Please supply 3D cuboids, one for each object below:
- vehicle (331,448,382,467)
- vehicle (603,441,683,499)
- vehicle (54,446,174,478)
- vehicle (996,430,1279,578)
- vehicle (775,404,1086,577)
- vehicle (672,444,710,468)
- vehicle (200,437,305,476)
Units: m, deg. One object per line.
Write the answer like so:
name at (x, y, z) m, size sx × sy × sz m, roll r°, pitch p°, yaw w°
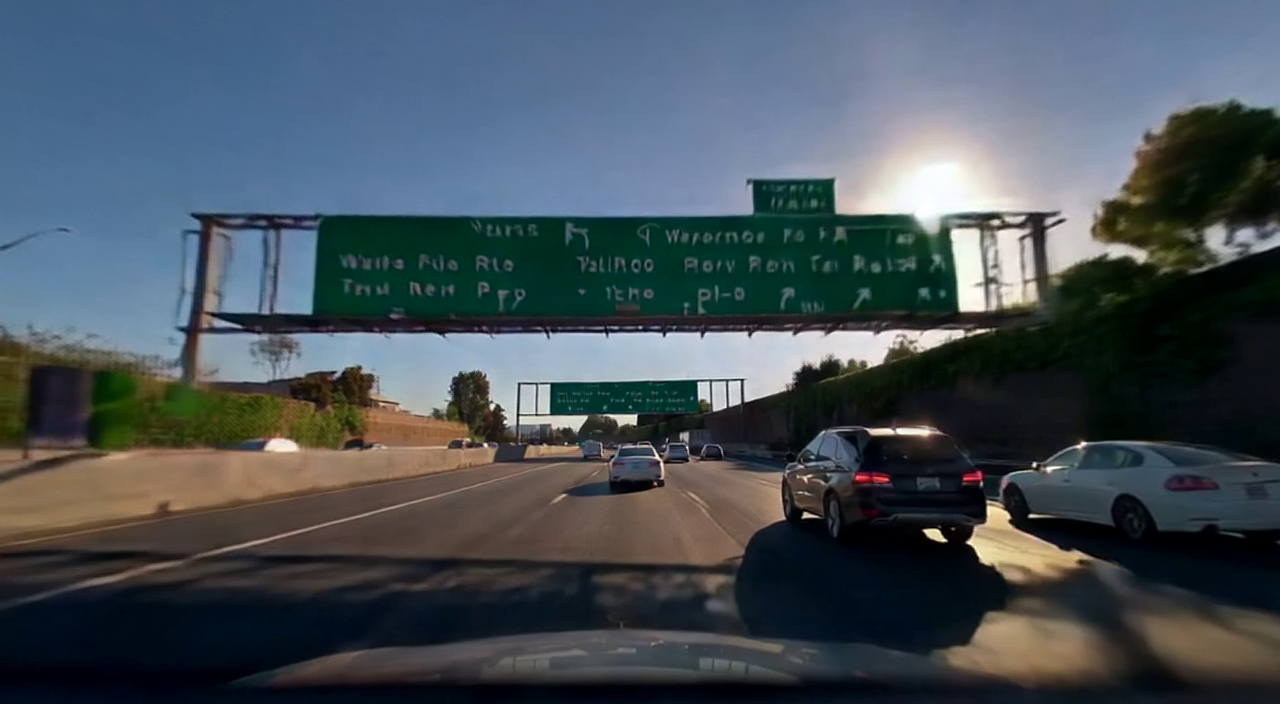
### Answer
vehicle at (-21.871, 8.142, 48.959) m, size 1.992 × 1.424 × 4.365 m, roll 0°, pitch -9°, yaw -1°
vehicle at (0.045, 3.389, 18.573) m, size 2.098 × 1.475 × 3.997 m, roll 0°, pitch -9°, yaw -1°
vehicle at (-25.759, 5.380, 31.208) m, size 1.857 × 1.452 × 4.788 m, roll 0°, pitch -9°, yaw -1°
vehicle at (7.077, 1.852, 8.583) m, size 1.872 × 1.469 × 4.414 m, roll 0°, pitch -9°, yaw 0°
vehicle at (3.570, 1.806, 9.069) m, size 2.162 × 1.800 × 4.693 m, roll 0°, pitch -9°, yaw -1°
vehicle at (3.296, 6.845, 41.799) m, size 1.998 × 1.490 × 4.296 m, roll 0°, pitch -9°, yaw -2°
vehicle at (-18.002, 4.869, 29.638) m, size 1.994 × 1.658 × 4.646 m, roll 0°, pitch -9°, yaw 0°
